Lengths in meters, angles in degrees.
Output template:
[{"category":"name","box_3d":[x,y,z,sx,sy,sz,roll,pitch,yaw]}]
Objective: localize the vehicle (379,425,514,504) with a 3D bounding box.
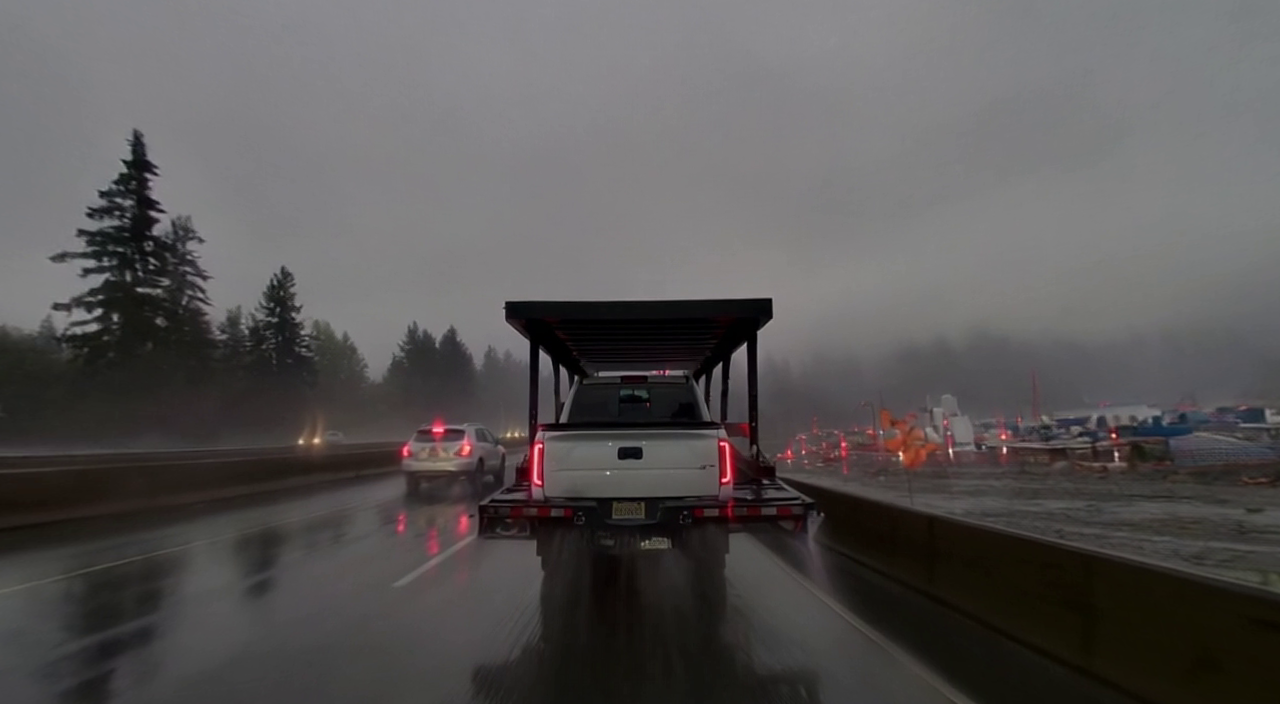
[{"category":"vehicle","box_3d":[-4.586,2.736,15.826,2.057,1.665,4.572,0,-9,-2]}]

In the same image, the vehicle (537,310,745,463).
[{"category":"vehicle","box_3d":[-0.064,0.701,8.970,2.156,1.604,4.680,0,-9,-2]}]

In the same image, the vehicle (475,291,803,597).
[{"category":"vehicle","box_3d":[-0.182,1.523,10.610,2.735,2.597,10.435,0,-9,-2]}]
